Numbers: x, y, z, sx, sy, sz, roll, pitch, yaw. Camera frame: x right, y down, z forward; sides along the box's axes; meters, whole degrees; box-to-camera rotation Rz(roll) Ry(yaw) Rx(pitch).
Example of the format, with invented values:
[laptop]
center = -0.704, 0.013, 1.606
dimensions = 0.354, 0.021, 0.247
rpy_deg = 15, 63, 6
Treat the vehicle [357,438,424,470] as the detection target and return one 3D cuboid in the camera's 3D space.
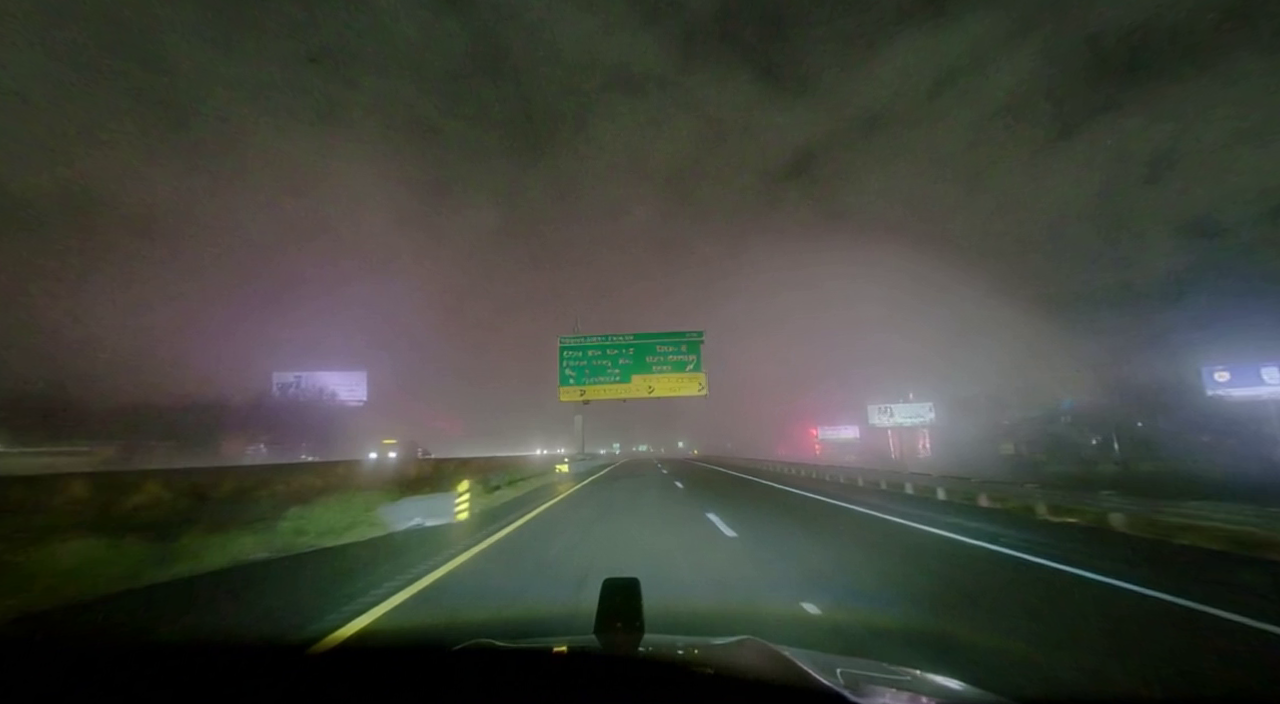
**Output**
[vehicle]
center = -17.572, 7.223, 44.702
dimensions = 2.318, 2.113, 5.579
rpy_deg = 0, -9, 1
